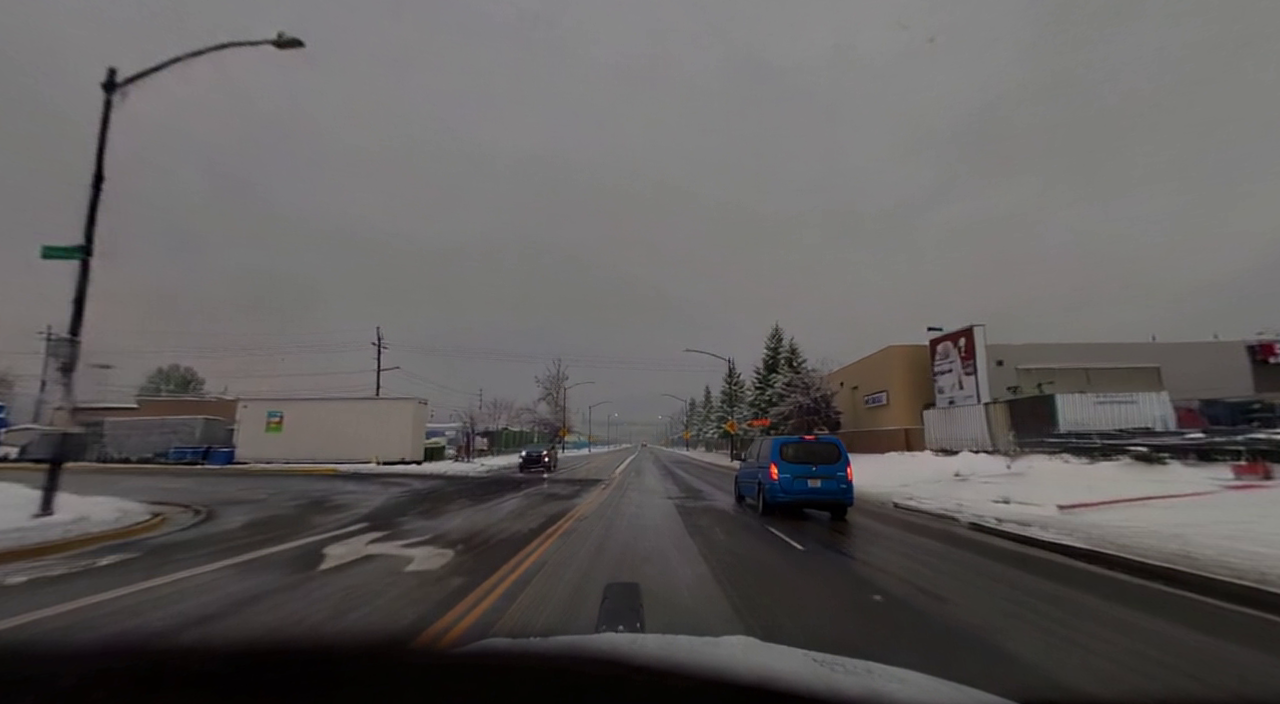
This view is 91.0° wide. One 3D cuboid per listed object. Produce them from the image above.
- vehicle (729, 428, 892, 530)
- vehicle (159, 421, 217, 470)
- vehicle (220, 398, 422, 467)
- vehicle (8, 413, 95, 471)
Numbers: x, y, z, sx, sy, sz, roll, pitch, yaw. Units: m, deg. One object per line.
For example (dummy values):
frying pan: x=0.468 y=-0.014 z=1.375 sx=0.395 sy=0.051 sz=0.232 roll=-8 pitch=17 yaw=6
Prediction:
vehicle: x=3.419 y=2.663 z=13.856 sx=2.202 sy=1.822 sz=4.826 roll=0 pitch=-9 yaw=0
vehicle: x=-33.926 y=6.970 z=47.142 sx=2.841 sy=3.355 sz=7.180 roll=7 pitch=-11 yaw=-38
vehicle: x=-19.709 y=5.073 z=39.538 sx=10.797 sy=4.039 sz=3.044 roll=0 pitch=-9 yaw=-1
vehicle: x=-39.817 y=6.174 z=42.881 sx=3.287 sy=3.586 sz=7.296 roll=7 pitch=-11 yaw=-37
